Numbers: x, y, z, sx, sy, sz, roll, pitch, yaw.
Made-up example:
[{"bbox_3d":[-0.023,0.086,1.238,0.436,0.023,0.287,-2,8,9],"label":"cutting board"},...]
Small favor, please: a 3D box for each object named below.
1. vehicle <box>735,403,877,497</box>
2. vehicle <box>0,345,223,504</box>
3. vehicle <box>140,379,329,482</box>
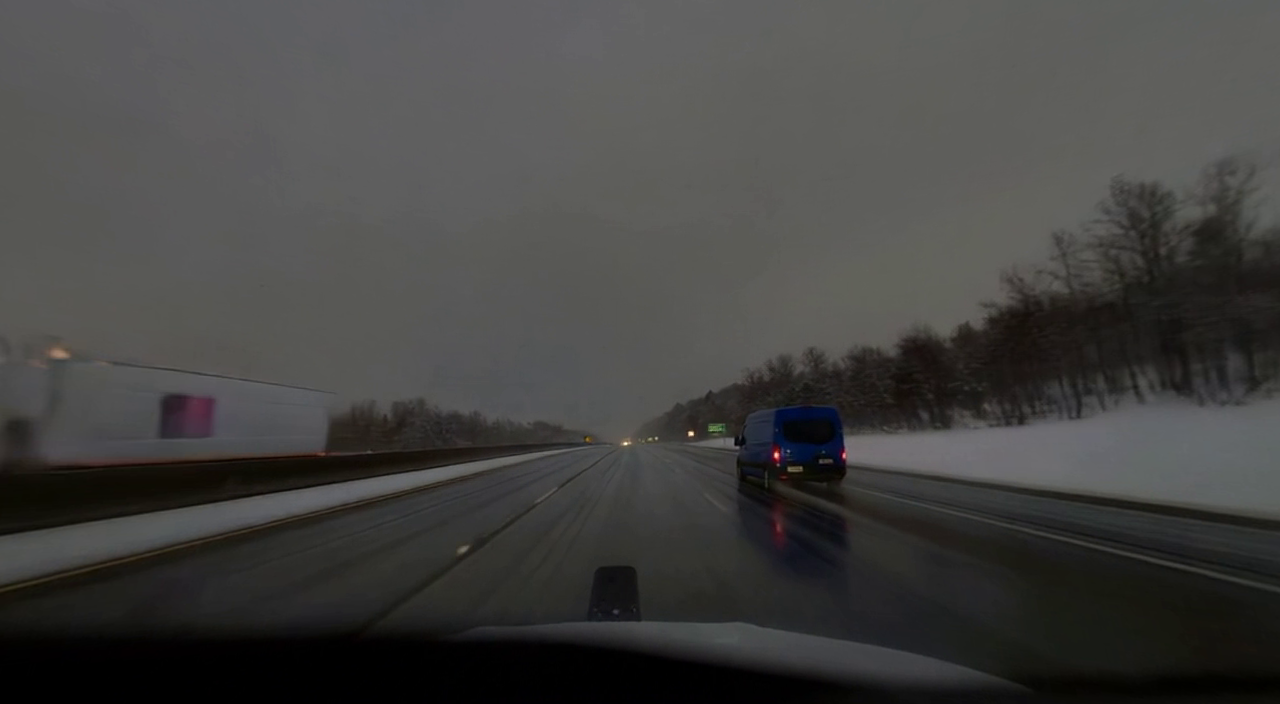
[{"bbox_3d":[3.929,2.433,15.902,2.161,2.002,4.631,0,-8,-2],"label":"vehicle"},{"bbox_3d":[-17.144,2.198,18.298,3.018,3.854,10.404,0,-8,-1],"label":"vehicle"},{"bbox_3d":[-17.263,3.520,27.787,2.854,3.820,8.298,0,-8,-1],"label":"vehicle"}]
